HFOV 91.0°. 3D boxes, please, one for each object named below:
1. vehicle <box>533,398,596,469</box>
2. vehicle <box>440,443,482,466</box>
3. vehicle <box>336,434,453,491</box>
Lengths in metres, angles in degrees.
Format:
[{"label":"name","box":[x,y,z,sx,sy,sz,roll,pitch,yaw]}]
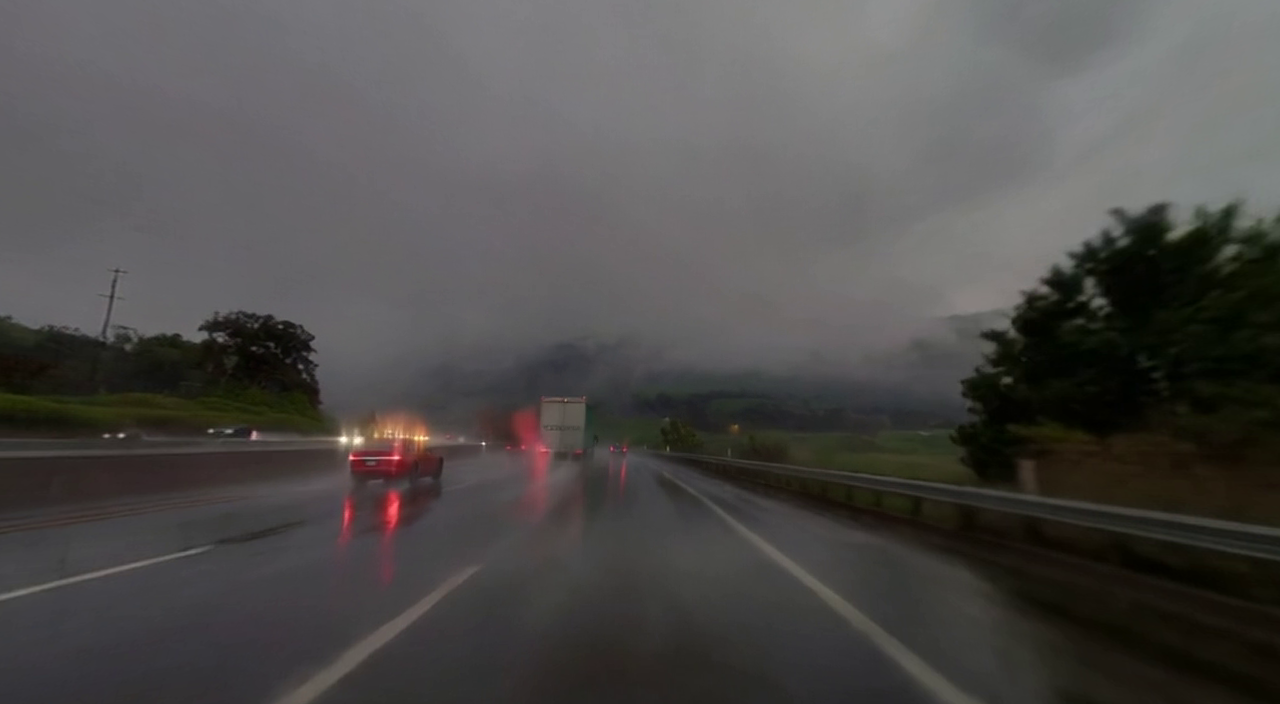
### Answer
[{"label":"vehicle","box":[-4.803,5.723,42.909,2.880,4.025,14.064,1,-9,-1]},{"label":"vehicle","box":[-12.644,7.282,44.791,1.817,1.479,4.409,1,-9,-1]},{"label":"vehicle","box":[-8.040,3.670,21.198,2.099,1.644,4.638,1,-9,0]}]
